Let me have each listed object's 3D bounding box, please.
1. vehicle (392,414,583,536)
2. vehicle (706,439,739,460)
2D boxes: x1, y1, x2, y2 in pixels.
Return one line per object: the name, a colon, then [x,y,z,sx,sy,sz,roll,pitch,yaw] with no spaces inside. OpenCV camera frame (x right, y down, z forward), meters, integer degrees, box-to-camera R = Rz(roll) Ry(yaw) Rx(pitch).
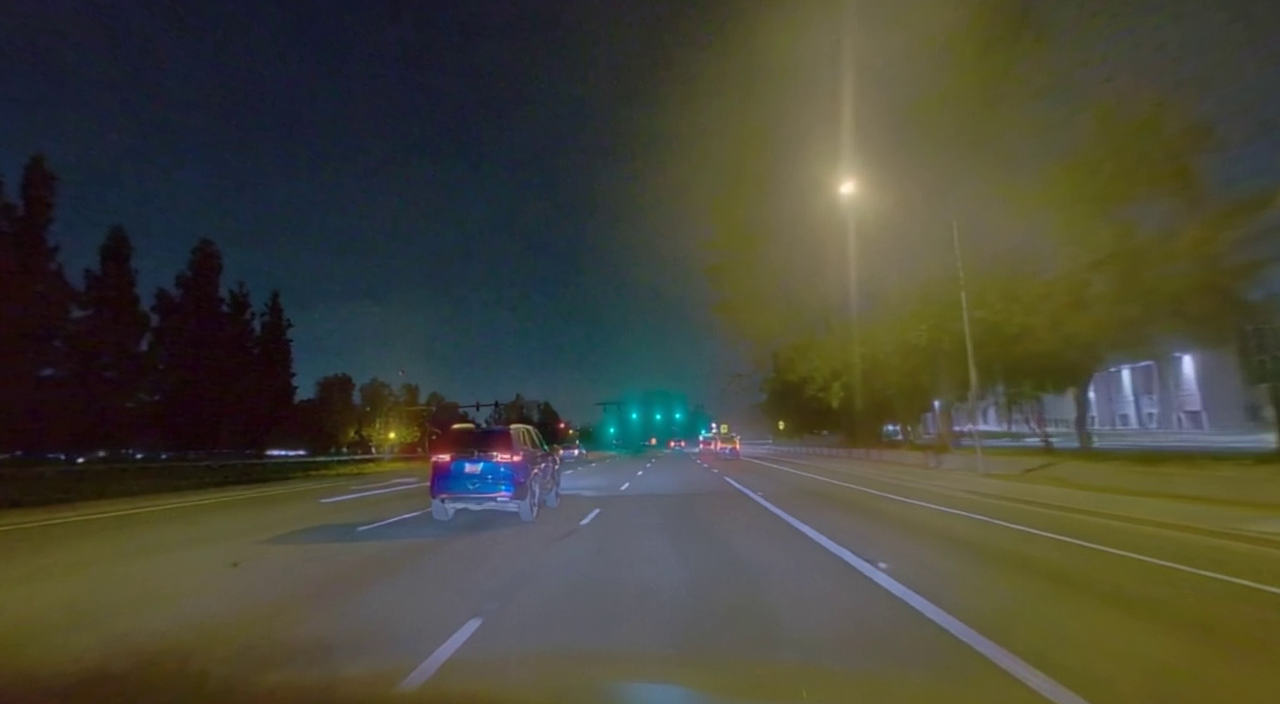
vehicle: [-2.388,2.081,11.283,2.033,1.713,4.503,-1,-8,4]
vehicle: [6.055,7.197,46.457,1.983,1.464,4.472,-1,-8,2]
